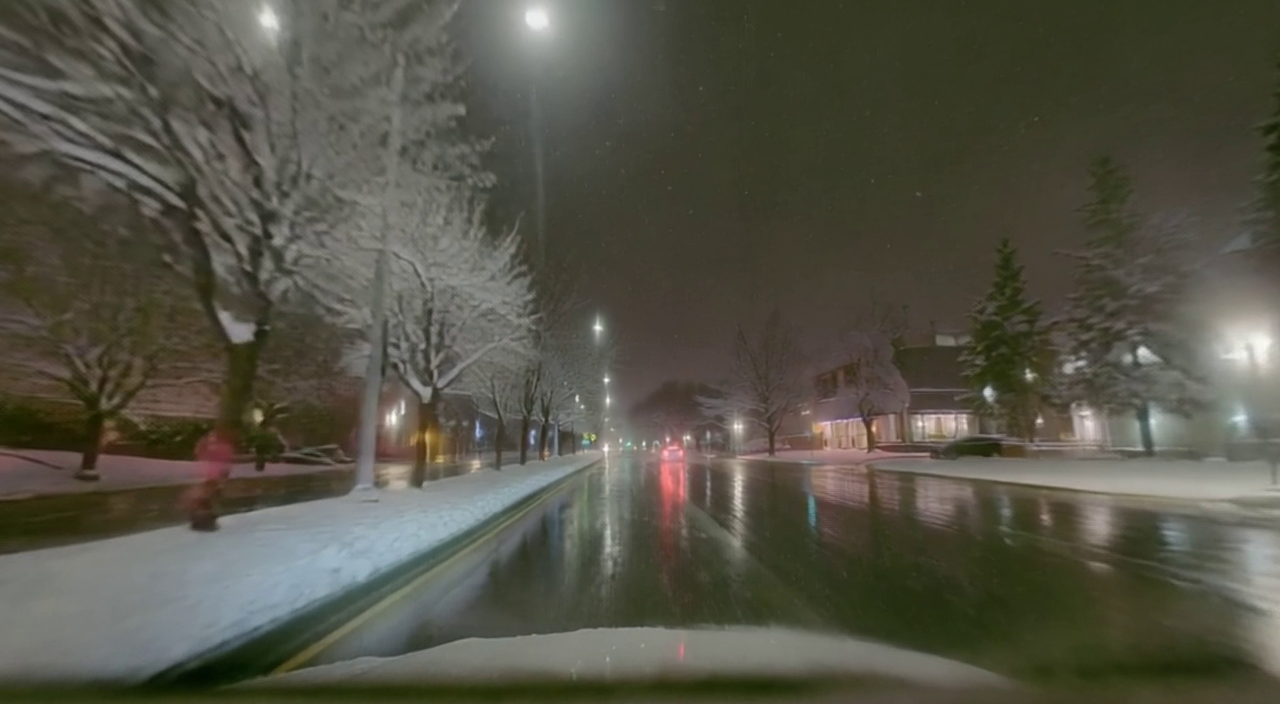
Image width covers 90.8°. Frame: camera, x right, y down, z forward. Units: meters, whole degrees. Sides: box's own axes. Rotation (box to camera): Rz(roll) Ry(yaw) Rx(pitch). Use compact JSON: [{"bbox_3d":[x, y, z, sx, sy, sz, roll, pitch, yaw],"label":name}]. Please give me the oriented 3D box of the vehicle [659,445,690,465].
[{"bbox_3d":[2.679,8.086,49.841,1.913,1.473,4.360,0,-9,-4],"label":"vehicle"}]
